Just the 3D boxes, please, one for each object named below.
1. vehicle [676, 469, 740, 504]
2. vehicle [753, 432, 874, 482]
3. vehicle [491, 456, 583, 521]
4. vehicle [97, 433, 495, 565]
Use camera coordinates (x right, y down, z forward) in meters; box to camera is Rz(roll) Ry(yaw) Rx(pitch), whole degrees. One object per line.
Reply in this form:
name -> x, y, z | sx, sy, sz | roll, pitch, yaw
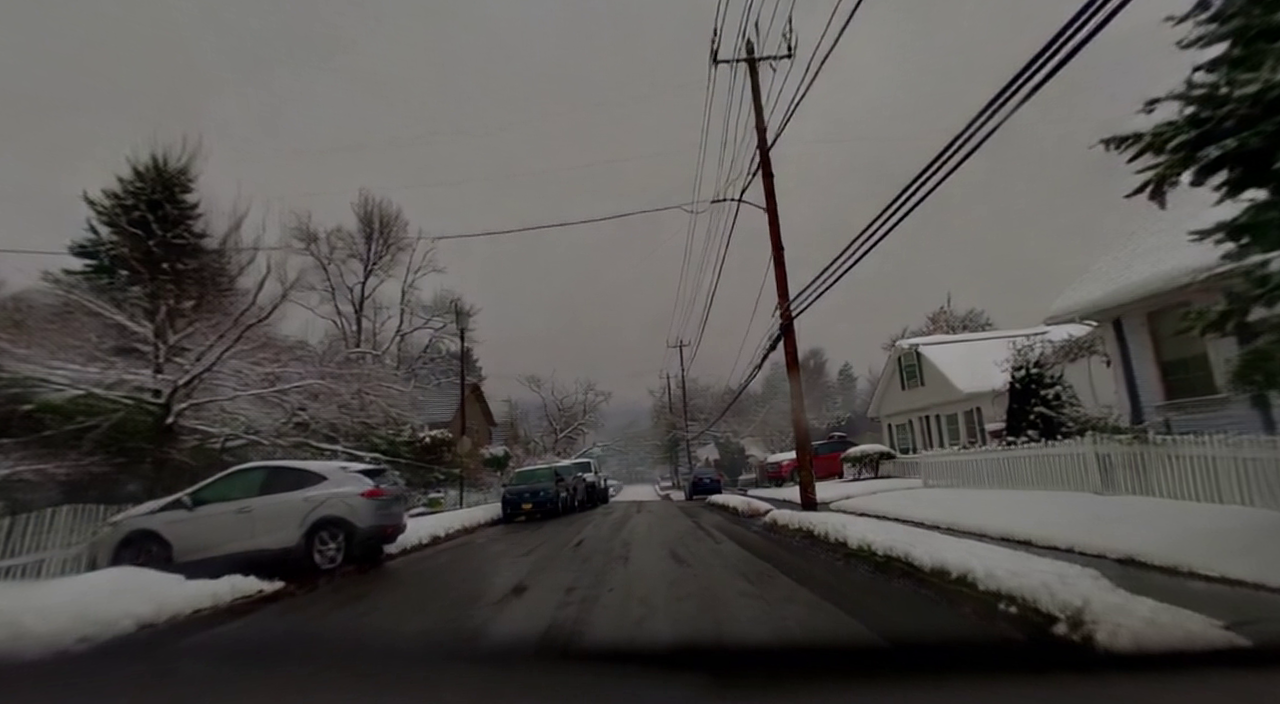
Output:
vehicle -> 3.517, 6.858, 32.413 | 3.005, 1.535, 4.025 | -1, -9, 7
vehicle -> 6.878, 4.181, 25.353 | 4.249, 1.905, 1.904 | 1, -8, -2
vehicle -> -2.817, 3.865, 18.418 | 2.081, 1.589, 4.691 | 0, -9, -2
vehicle -> -4.805, 2.240, 9.644 | 4.537, 1.595, 2.471 | 2, -14, -1
